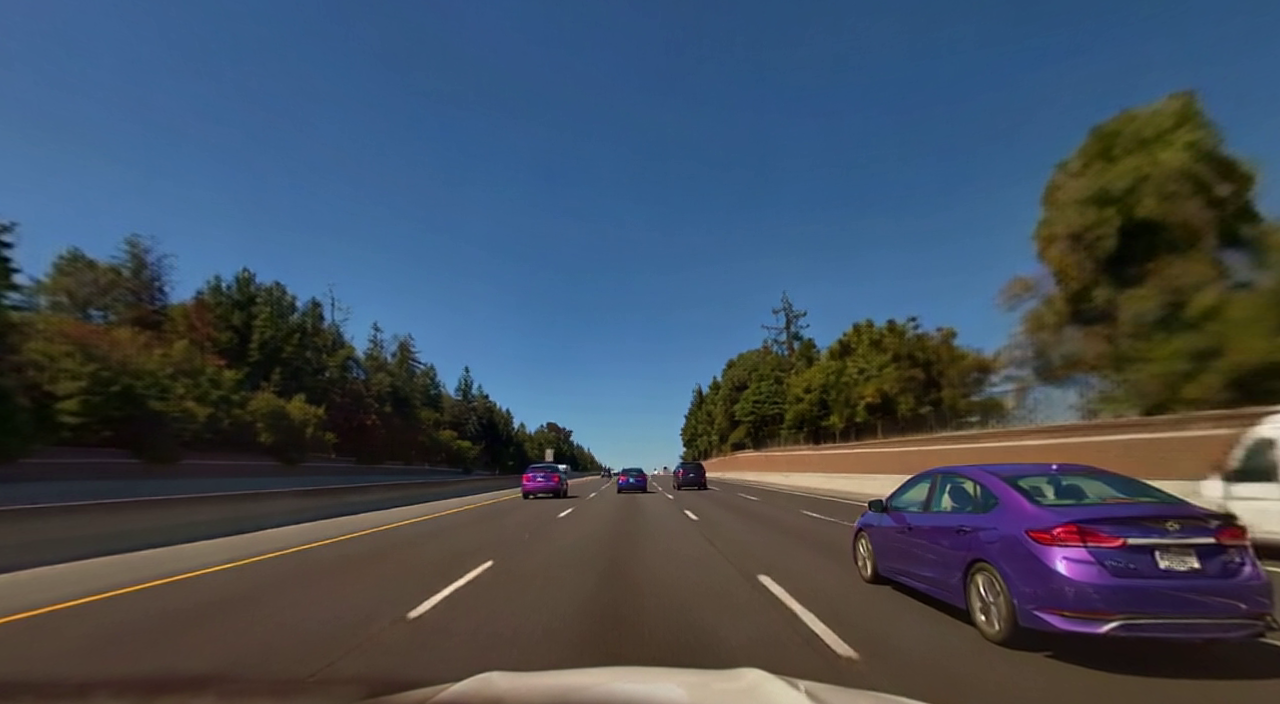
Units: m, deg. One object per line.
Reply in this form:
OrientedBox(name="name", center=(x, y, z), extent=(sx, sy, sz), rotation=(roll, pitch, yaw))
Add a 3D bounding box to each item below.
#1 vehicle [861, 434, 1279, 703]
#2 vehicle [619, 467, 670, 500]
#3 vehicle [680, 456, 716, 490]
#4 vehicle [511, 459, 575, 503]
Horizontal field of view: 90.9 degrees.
OrientedBox(name="vehicle", center=(3.648, 1.617, 5.548), extent=(1.938, 1.561, 3.786), rotation=(1, -10, -1))
OrientedBox(name="vehicle", center=(0.202, 6.258, 30.204), extent=(2.241, 1.425, 3.973), rotation=(1, -10, 0))
OrientedBox(name="vehicle", center=(3.978, 8.370, 43.616), extent=(2.030, 2.172, 3.621), rotation=(1, -10, -2))
OrientedBox(name="vehicle", center=(-4.074, 5.508, 27.151), extent=(2.021, 1.706, 4.247), rotation=(1, -10, 0))
